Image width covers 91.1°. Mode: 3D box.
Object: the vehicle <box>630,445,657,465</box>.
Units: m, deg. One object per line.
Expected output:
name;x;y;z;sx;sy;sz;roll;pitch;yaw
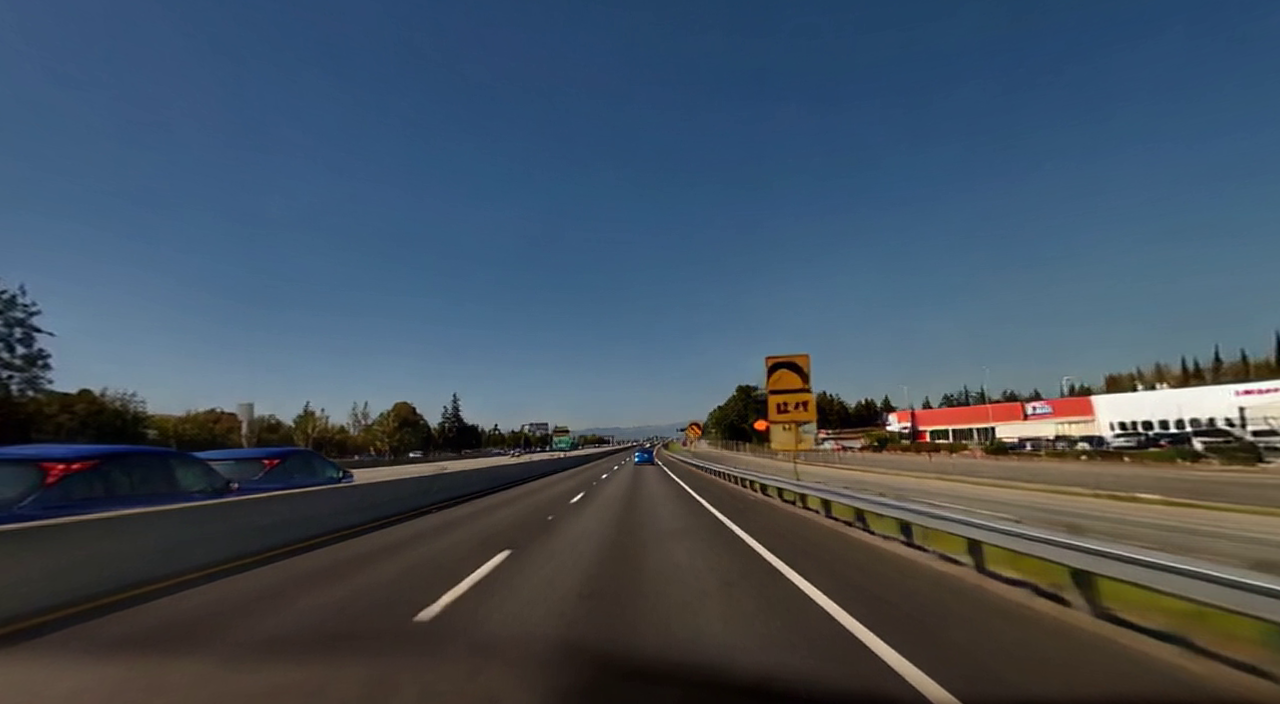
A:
vehicle;0.286;8.064;49.442;2.014;1.507;3.960;0;-9;0
